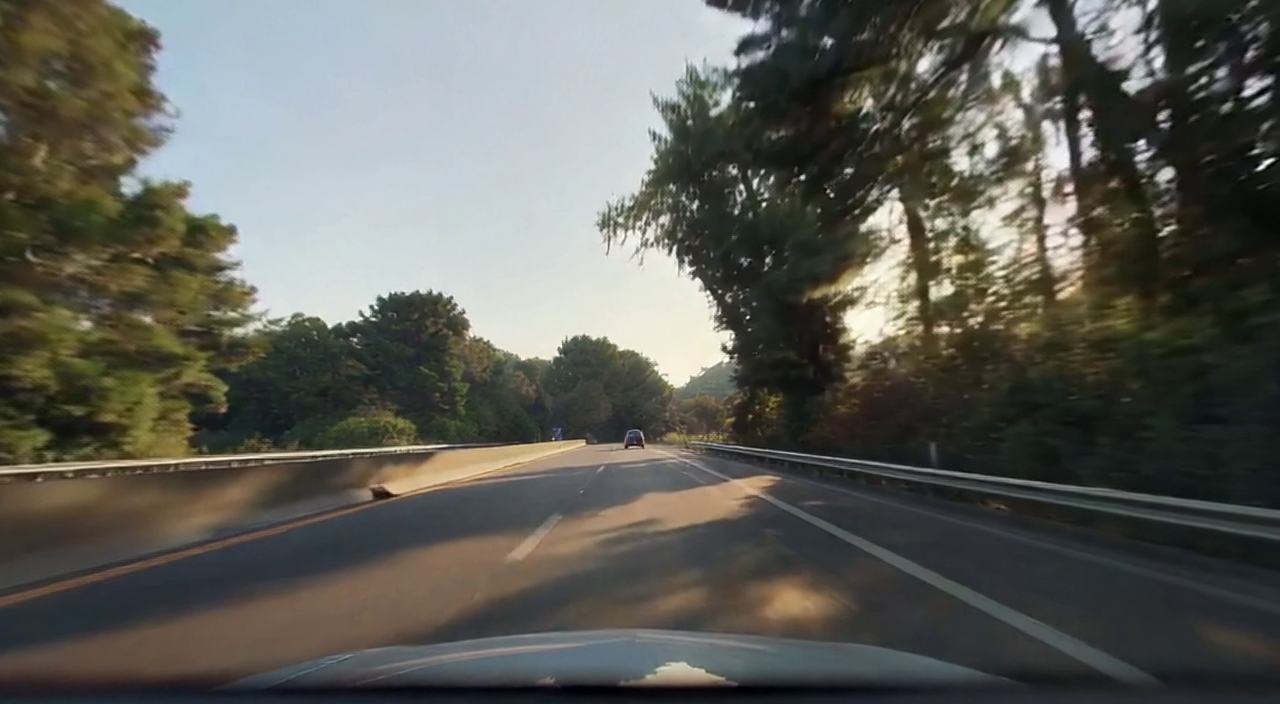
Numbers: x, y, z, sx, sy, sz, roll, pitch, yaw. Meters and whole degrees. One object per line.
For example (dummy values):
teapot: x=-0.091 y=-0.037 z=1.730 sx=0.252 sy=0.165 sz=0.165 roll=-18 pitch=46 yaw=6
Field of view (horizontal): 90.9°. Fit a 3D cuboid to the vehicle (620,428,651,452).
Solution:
vehicle: x=-0.405 y=6.859 z=49.214 sx=2.240 sy=1.801 sz=4.545 roll=0 pitch=-8 yaw=-2
